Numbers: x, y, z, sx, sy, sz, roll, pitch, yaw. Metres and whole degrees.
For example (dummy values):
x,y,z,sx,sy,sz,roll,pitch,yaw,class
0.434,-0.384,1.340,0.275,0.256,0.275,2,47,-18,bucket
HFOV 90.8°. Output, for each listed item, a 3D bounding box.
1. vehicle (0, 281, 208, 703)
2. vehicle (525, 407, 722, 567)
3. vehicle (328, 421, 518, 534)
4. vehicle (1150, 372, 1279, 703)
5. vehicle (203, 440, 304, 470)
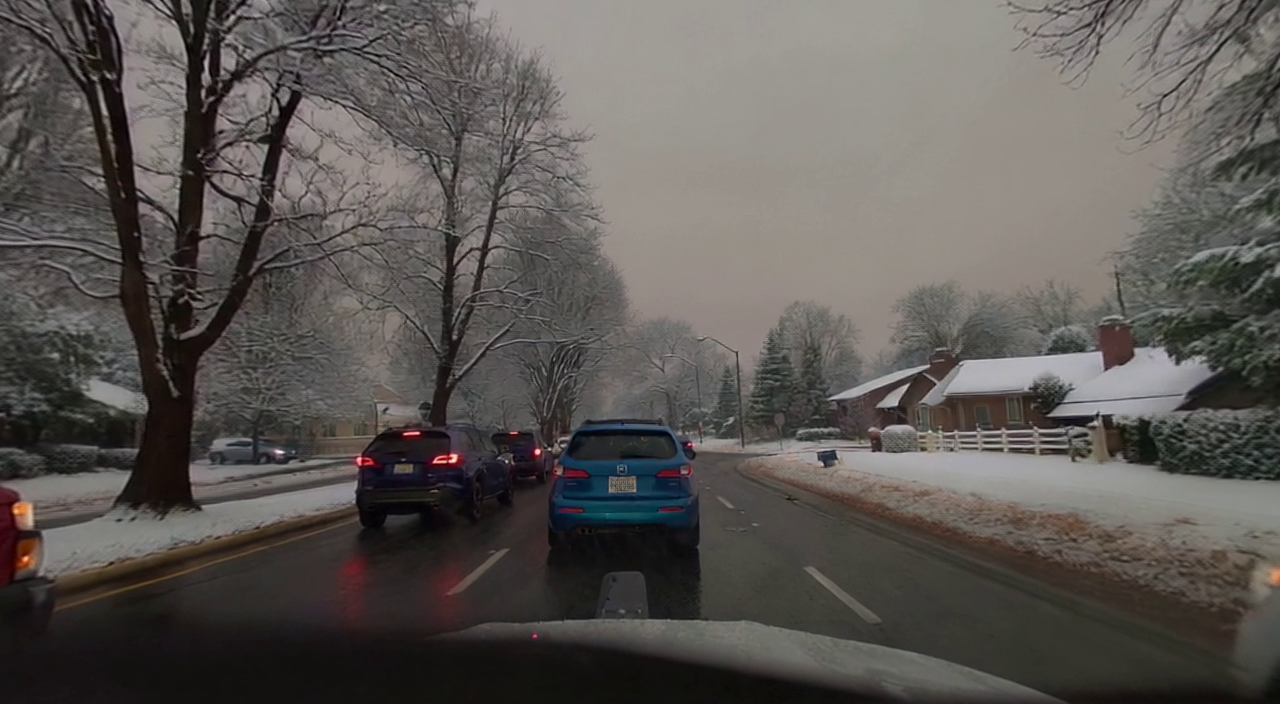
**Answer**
x,y,z,sx,sy,sz,roll,pitch,yaw,class
-3.519,0.509,0.956,2.304,1.928,4.833,0,-8,-1,vehicle
-0.191,1.744,8.878,2.112,1.693,4.058,0,-8,0,vehicle
-3.667,2.200,11.656,1.948,1.668,4.279,0,-8,0,vehicle
3.250,0.646,0.639,1.932,1.578,4.217,1,-8,0,vehicle
-28.503,7.591,46.832,5.856,2.096,2.481,3,-9,-18,vehicle
